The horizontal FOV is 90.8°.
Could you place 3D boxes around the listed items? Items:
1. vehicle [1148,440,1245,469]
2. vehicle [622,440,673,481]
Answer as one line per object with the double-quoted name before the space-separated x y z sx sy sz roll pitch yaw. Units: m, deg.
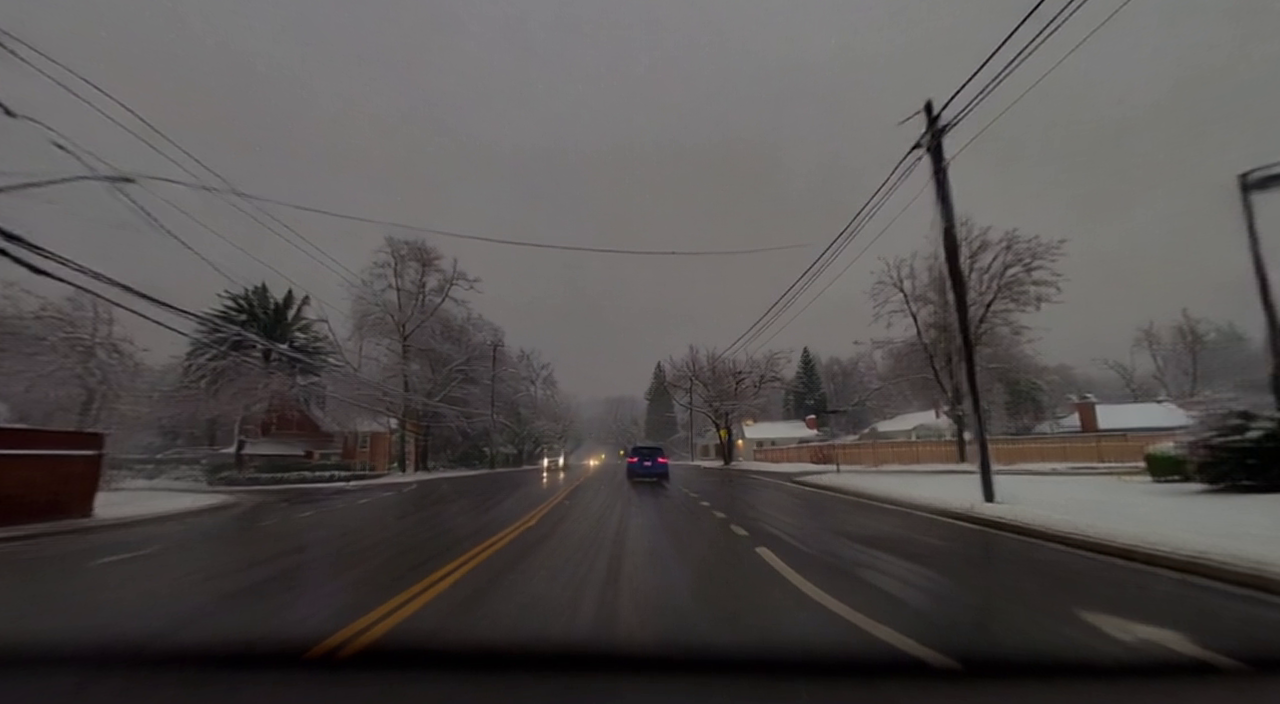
"vehicle" 36.337 6.697 41.345 4.461 1.828 2.165 1 -8 -6
"vehicle" 0.269 4.910 28.934 2.139 1.699 3.916 0 -8 -2
